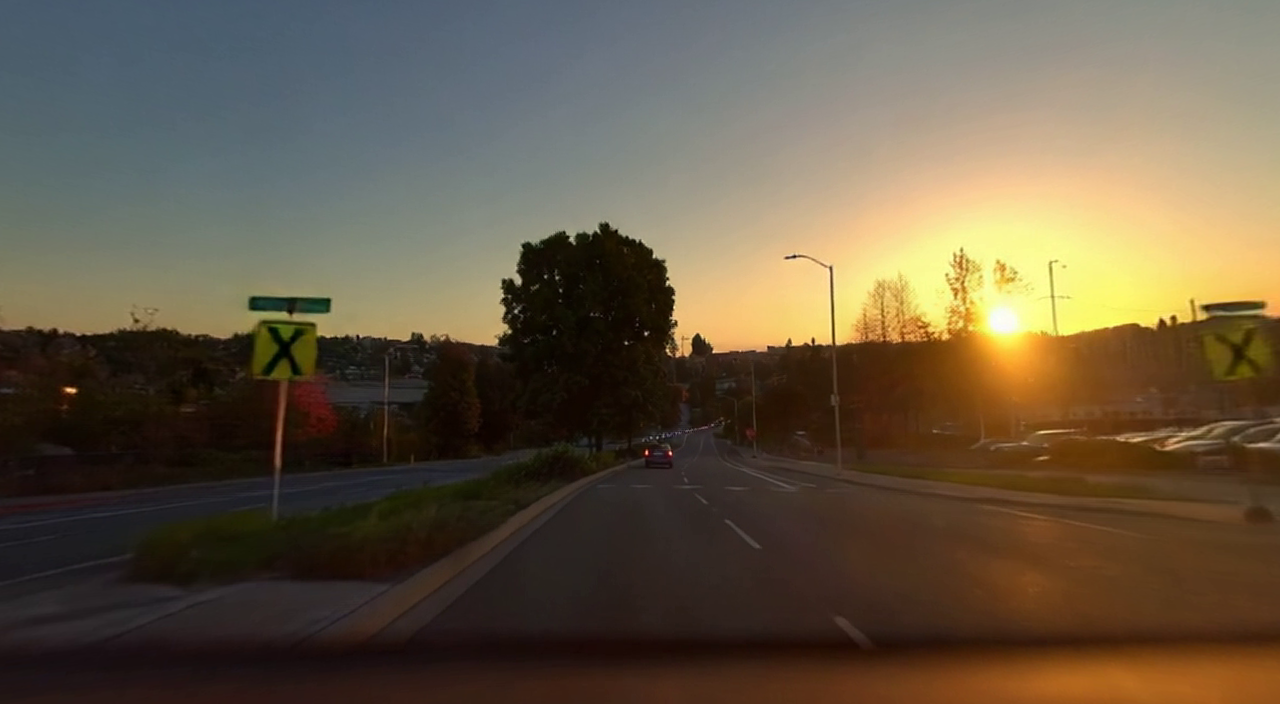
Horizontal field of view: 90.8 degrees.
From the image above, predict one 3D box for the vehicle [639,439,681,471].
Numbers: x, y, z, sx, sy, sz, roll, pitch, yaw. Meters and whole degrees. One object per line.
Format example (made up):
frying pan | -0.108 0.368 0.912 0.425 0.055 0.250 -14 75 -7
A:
vehicle | 1.093 5.567 34.298 2.158 1.600 3.865 -1 -9 2
